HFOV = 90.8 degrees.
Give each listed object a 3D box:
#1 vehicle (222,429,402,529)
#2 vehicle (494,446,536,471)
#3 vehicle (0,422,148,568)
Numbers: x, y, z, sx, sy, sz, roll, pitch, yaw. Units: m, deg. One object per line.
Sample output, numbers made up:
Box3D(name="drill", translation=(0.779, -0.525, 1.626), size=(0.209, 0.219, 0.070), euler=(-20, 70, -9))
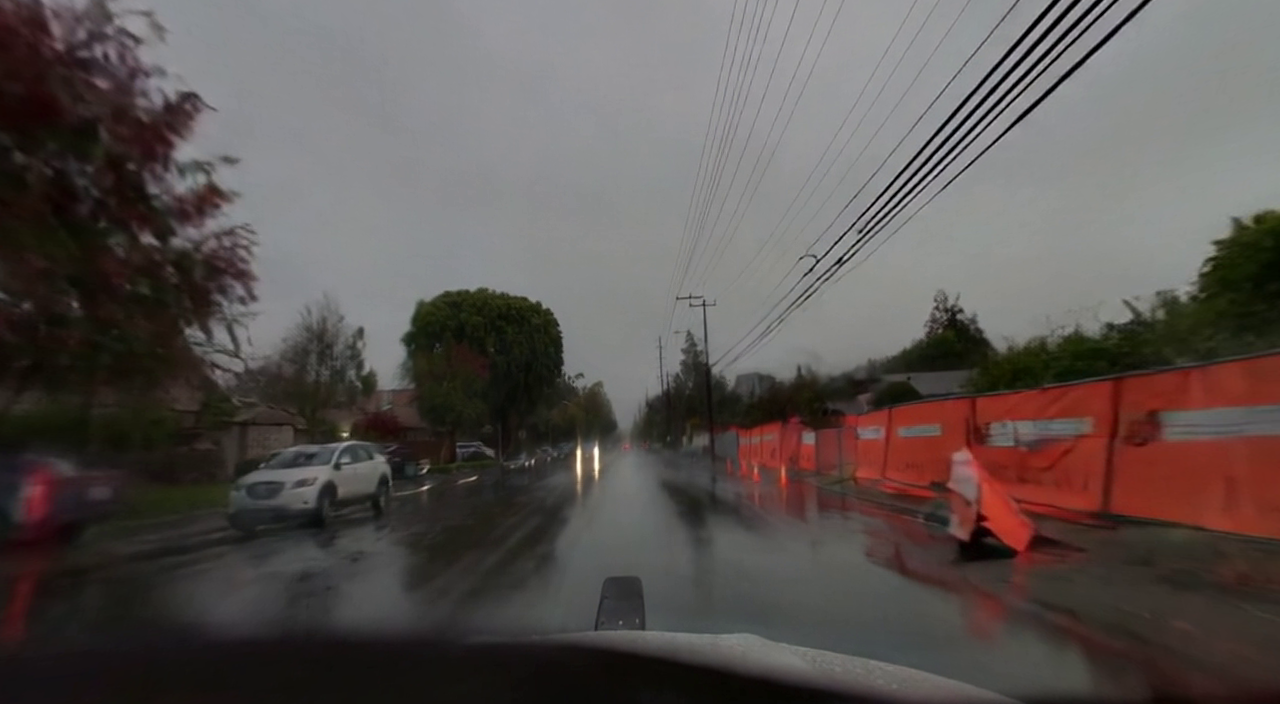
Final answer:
Box3D(name="vehicle", translation=(-6.884, 2.698, 13.847), size=(1.932, 1.743, 4.079), euler=(-2, -9, -3))
Box3D(name="vehicle", translation=(-8.271, 7.075, 42.238), size=(2.041, 1.480, 4.474), euler=(-2, -9, -2))
Box3D(name="vehicle", translation=(-10.506, 1.997, 9.188), size=(4.872, 1.844, 2.095), euler=(0, -8, 0))
